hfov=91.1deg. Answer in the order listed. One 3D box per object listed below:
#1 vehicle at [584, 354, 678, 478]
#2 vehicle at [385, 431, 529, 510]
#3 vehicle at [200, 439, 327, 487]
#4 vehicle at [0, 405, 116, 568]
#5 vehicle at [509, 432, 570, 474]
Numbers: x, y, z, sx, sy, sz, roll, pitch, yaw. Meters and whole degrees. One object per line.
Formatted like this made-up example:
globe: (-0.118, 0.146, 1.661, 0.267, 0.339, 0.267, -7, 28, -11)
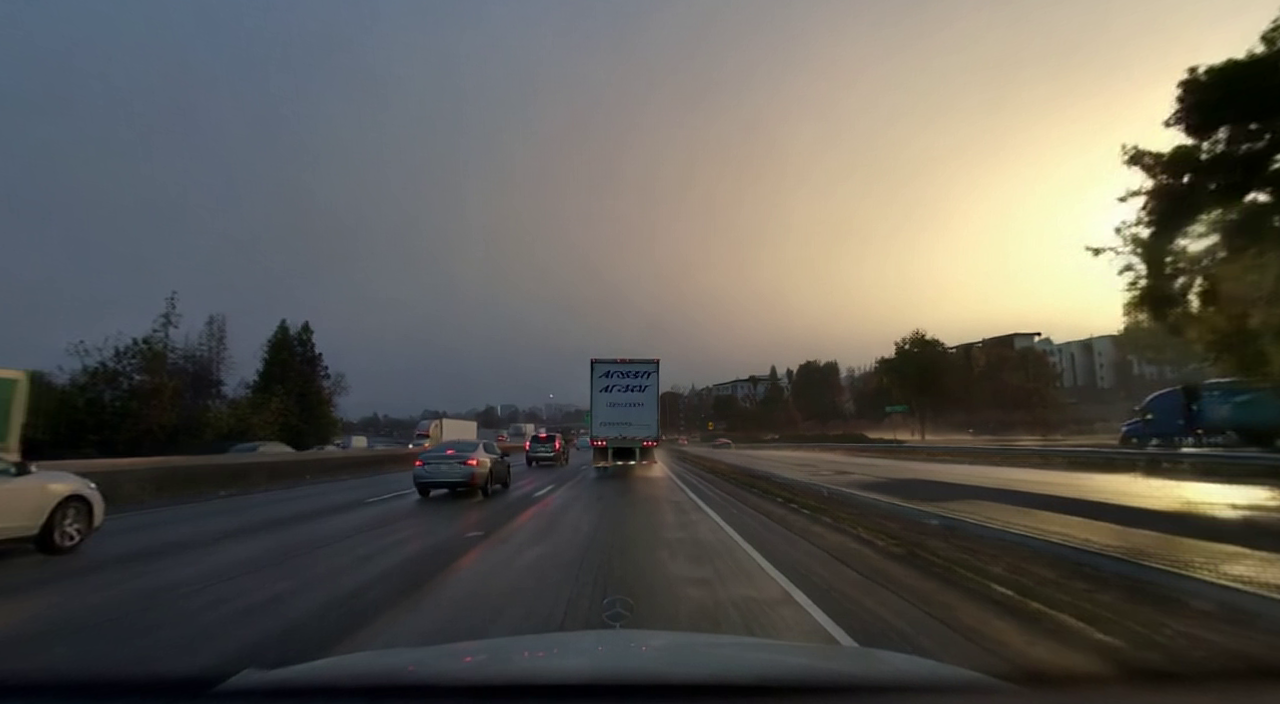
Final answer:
vehicle: (-0.455, 2.893, 26.850, 3.171, 4.204, 11.036, 0, -8, -2)
vehicle: (-3.947, 2.598, 14.437, 1.964, 1.507, 4.361, 0, -8, 0)
vehicle: (-15.472, 4.530, 26.257, 2.043, 1.795, 5.156, 0, -8, 1)
vehicle: (-7.714, 1.308, 5.789, 1.998, 1.698, 4.461, 0, -8, -2)
vehicle: (-4.137, 4.222, 26.614, 1.946, 1.599, 4.073, 0, -8, 0)
